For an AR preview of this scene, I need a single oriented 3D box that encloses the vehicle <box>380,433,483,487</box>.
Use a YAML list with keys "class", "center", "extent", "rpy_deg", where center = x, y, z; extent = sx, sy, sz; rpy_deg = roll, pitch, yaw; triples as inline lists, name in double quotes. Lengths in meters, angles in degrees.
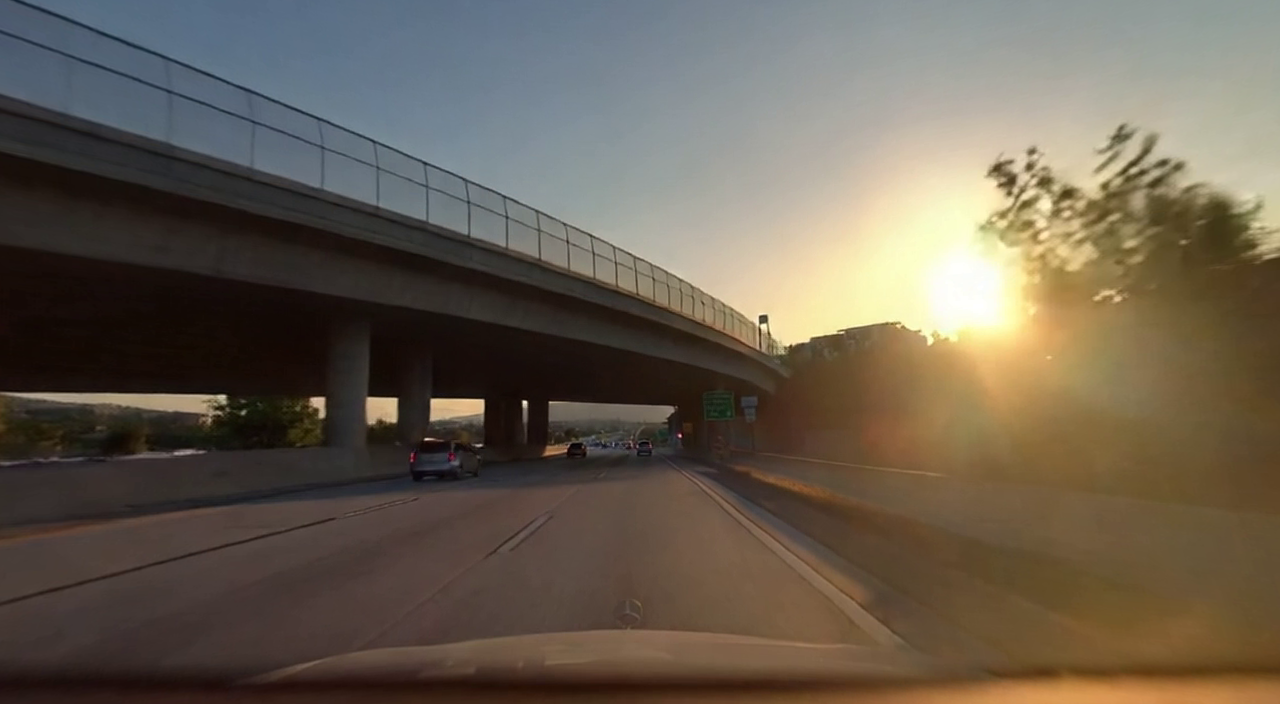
- class: "vehicle"
  center: [-7.209, 3.767, 22.385]
  extent: [2.088, 1.678, 4.426]
  rpy_deg: [-1, -8, 1]
